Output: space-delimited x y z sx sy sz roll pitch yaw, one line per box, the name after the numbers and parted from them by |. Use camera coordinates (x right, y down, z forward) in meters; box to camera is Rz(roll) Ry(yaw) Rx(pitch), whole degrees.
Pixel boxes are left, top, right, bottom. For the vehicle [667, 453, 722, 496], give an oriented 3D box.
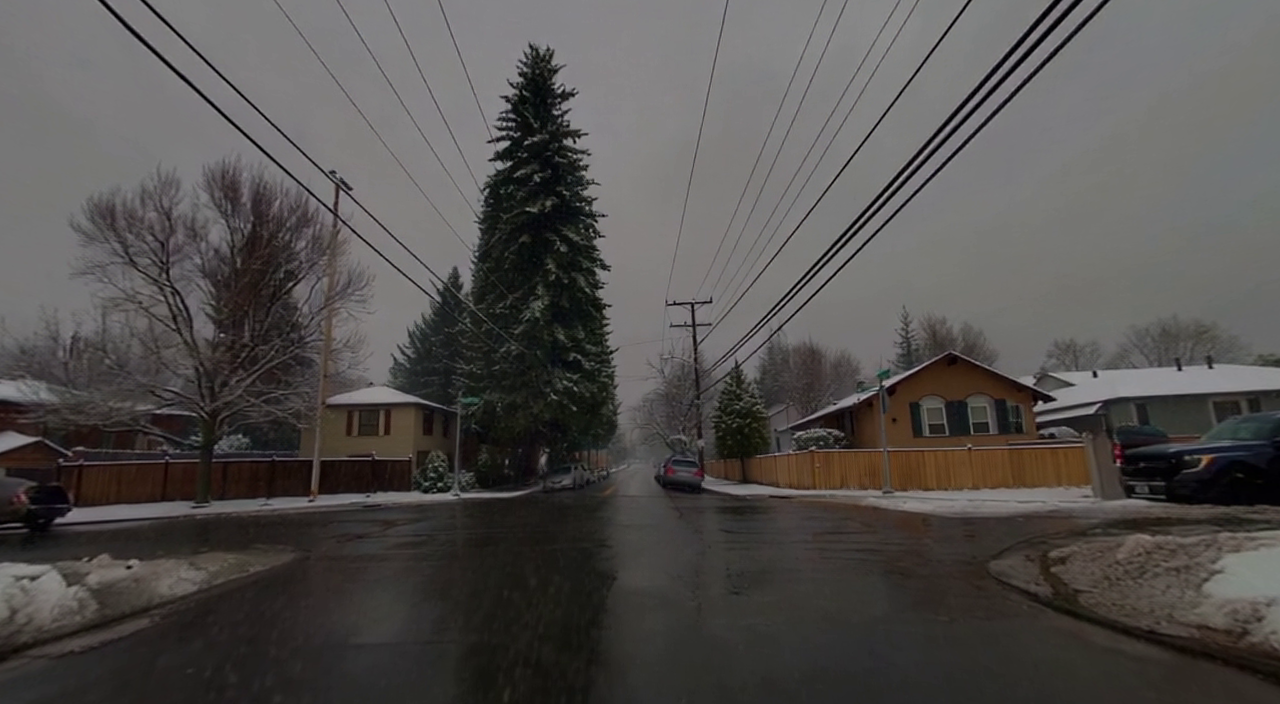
2.582 5.950 31.072 2.051 1.874 4.459 0 -8 -3 | vehicle

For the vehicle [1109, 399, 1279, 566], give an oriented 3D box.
9.695 1.688 8.570 4.677 1.949 2.334 -1 -8 3 | vehicle

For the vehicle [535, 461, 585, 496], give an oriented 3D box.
-4.296 6.919 34.635 2.189 1.771 4.571 0 -11 -1 | vehicle
